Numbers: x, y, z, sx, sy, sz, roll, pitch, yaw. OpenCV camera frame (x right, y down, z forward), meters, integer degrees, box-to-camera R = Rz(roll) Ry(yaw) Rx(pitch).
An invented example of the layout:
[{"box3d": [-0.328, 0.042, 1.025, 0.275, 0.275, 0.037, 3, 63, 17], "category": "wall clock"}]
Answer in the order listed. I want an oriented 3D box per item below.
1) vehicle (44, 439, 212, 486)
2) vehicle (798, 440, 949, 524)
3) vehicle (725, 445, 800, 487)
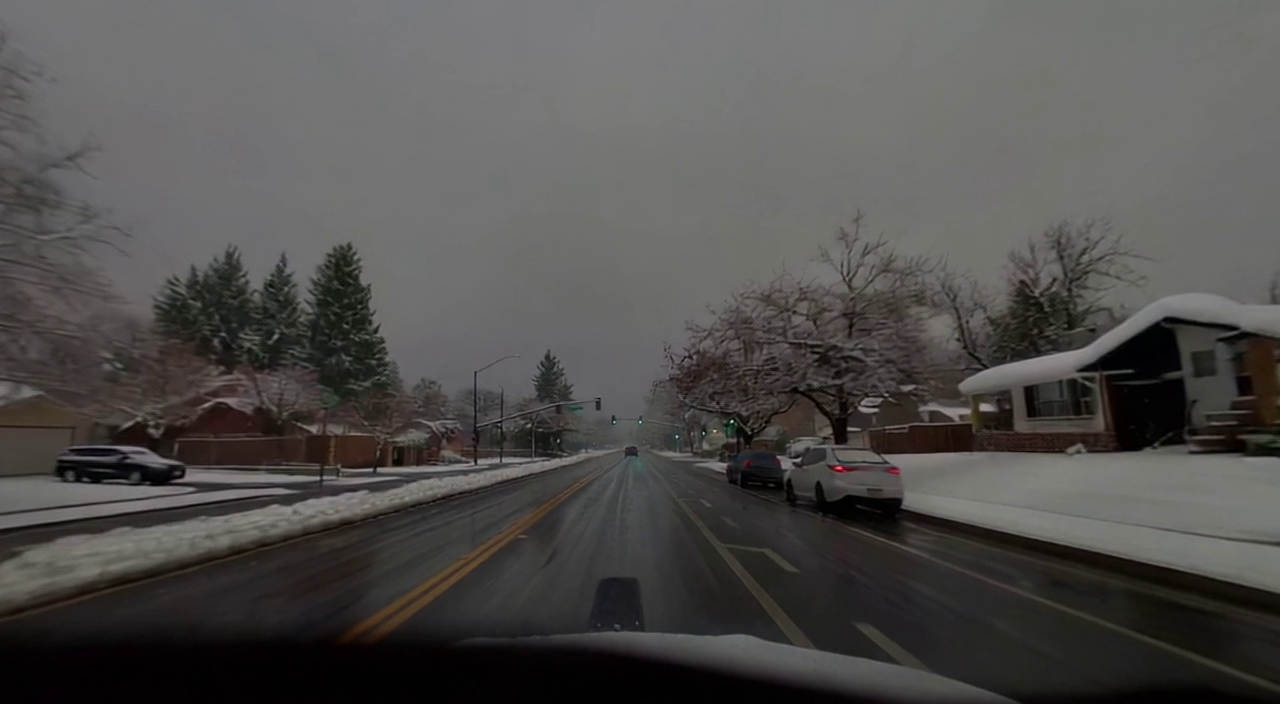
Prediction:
[{"box3d": [-20.960, 4.530, 26.049, 4.931, 1.801, 2.142, 0, -8, -1], "category": "vehicle"}, {"box3d": [4.791, 2.677, 13.530, 1.875, 1.540, 3.402, 0, -8, -1], "category": "vehicle"}, {"box3d": [4.706, 4.431, 24.992, 2.065, 1.463, 4.814, 0, -8, 1], "category": "vehicle"}]
